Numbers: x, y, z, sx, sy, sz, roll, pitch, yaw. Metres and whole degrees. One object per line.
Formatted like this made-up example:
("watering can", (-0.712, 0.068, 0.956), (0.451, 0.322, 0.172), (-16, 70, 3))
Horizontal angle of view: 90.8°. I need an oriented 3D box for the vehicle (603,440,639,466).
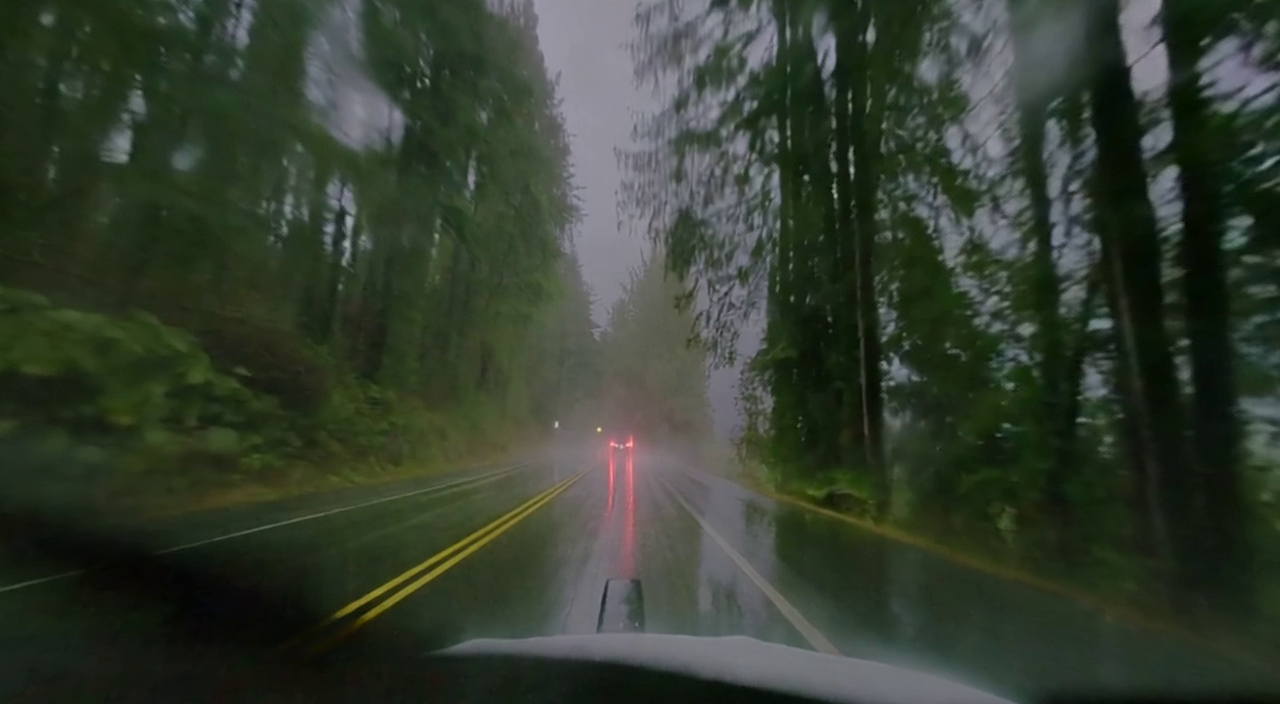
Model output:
("vehicle", (-1.179, 6.091, 38.353), (2.042, 1.489, 3.963), (0, -8, -2))
